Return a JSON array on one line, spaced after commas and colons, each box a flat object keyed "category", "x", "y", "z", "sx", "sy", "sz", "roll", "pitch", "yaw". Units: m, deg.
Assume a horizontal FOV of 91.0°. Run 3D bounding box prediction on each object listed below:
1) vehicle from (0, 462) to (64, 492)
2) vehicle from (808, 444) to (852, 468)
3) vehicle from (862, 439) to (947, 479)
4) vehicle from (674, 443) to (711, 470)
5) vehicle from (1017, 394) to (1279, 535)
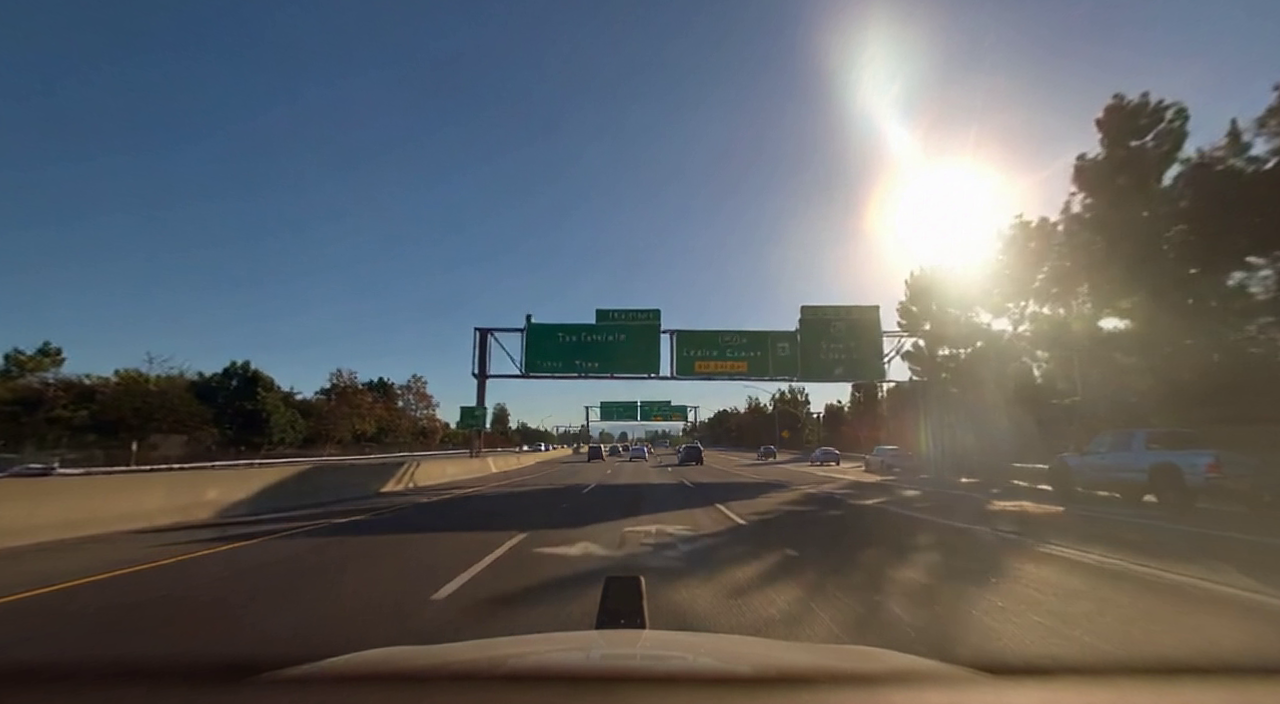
[{"category": "vehicle", "x": -41.740, "y": 8.353, "z": 42.391, "sx": 2.278, "sy": 1.859, "sz": 3.848, "roll": 1, "pitch": -9, "yaw": -5}, {"category": "vehicle", "x": 14.184, "y": 7.777, "z": 47.213, "sx": 2.020, "sy": 1.707, "sz": 4.424, "roll": 0, "pitch": -9, "yaw": 1}, {"category": "vehicle", "x": 12.686, "y": 5.168, "z": 30.622, "sx": 2.116, "sy": 1.754, "sz": 4.727, "roll": 0, "pitch": -9, "yaw": 1}, {"category": "vehicle", "x": 3.605, "y": 7.318, "z": 44.211, "sx": 2.147, "sy": 1.794, "sz": 4.538, "roll": 0, "pitch": -9, "yaw": 0}, {"category": "vehicle", "x": 10.810, "y": 2.240, "z": 12.881, "sx": 2.442, "sy": 2.140, "sz": 6.462, "roll": 0, "pitch": -9, "yaw": 3}]
